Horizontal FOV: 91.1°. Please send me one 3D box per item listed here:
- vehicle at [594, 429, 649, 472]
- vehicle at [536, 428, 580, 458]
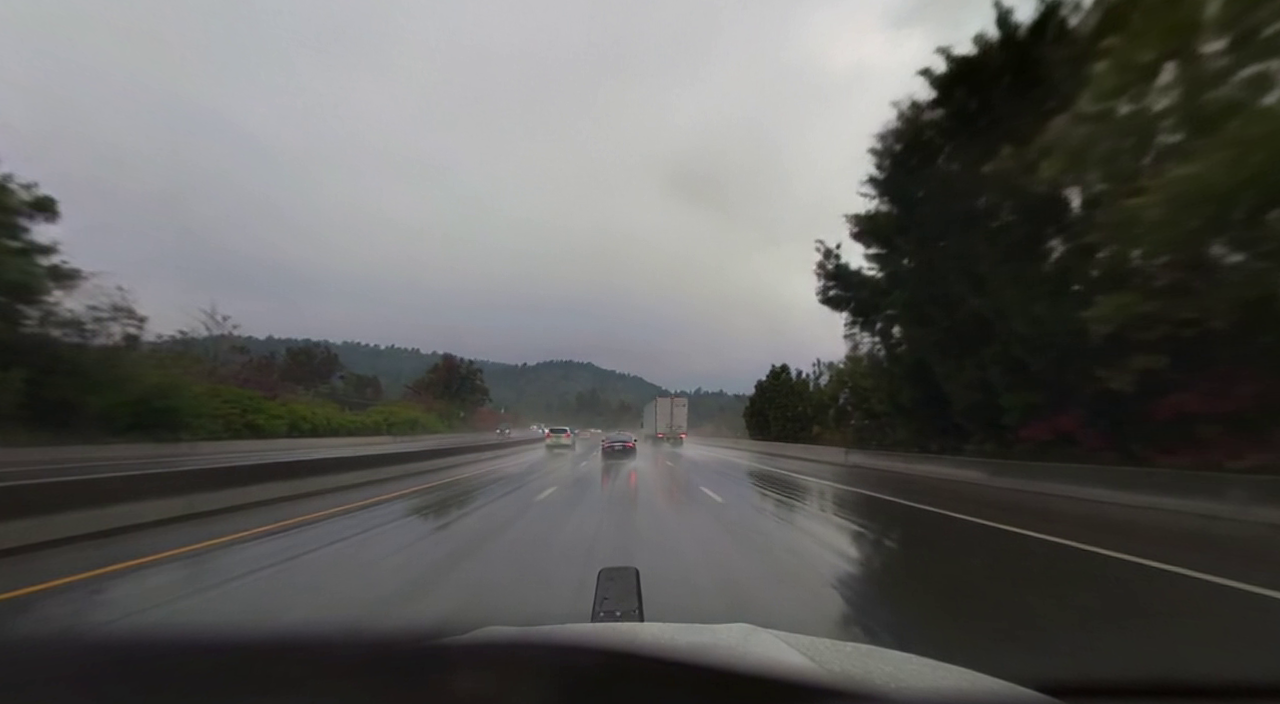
[{"bbox_3d":[-0.733,3.904,25.174,2.048,1.563,4.087,0,-8,-1],"label":"vehicle"},{"bbox_3d":[-5.066,5.731,39.600,2.234,1.773,5.134,0,-8,-1],"label":"vehicle"}]
